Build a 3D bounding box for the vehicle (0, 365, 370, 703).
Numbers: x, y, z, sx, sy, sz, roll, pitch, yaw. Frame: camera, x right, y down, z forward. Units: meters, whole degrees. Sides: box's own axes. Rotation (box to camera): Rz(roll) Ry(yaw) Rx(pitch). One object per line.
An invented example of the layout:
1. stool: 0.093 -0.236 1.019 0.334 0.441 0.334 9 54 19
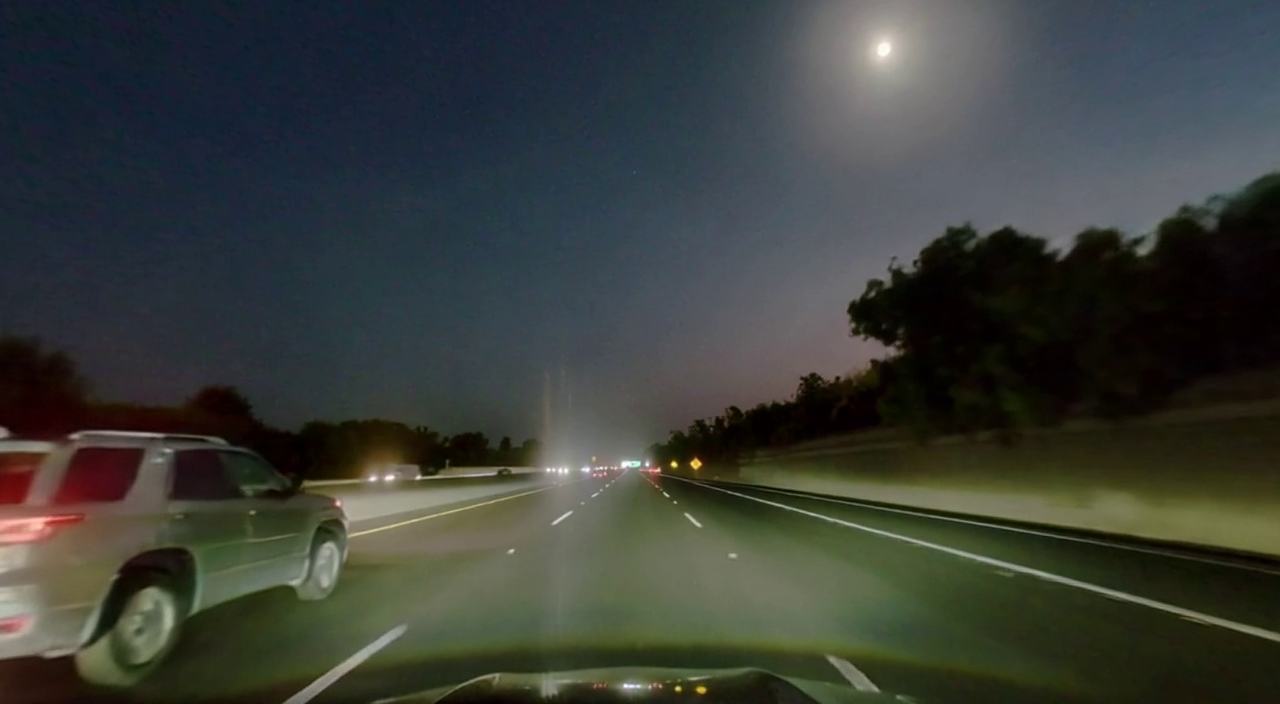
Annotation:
1. vehicle: -4.291 1.262 4.935 2.178 1.736 4.847 1 -10 0
